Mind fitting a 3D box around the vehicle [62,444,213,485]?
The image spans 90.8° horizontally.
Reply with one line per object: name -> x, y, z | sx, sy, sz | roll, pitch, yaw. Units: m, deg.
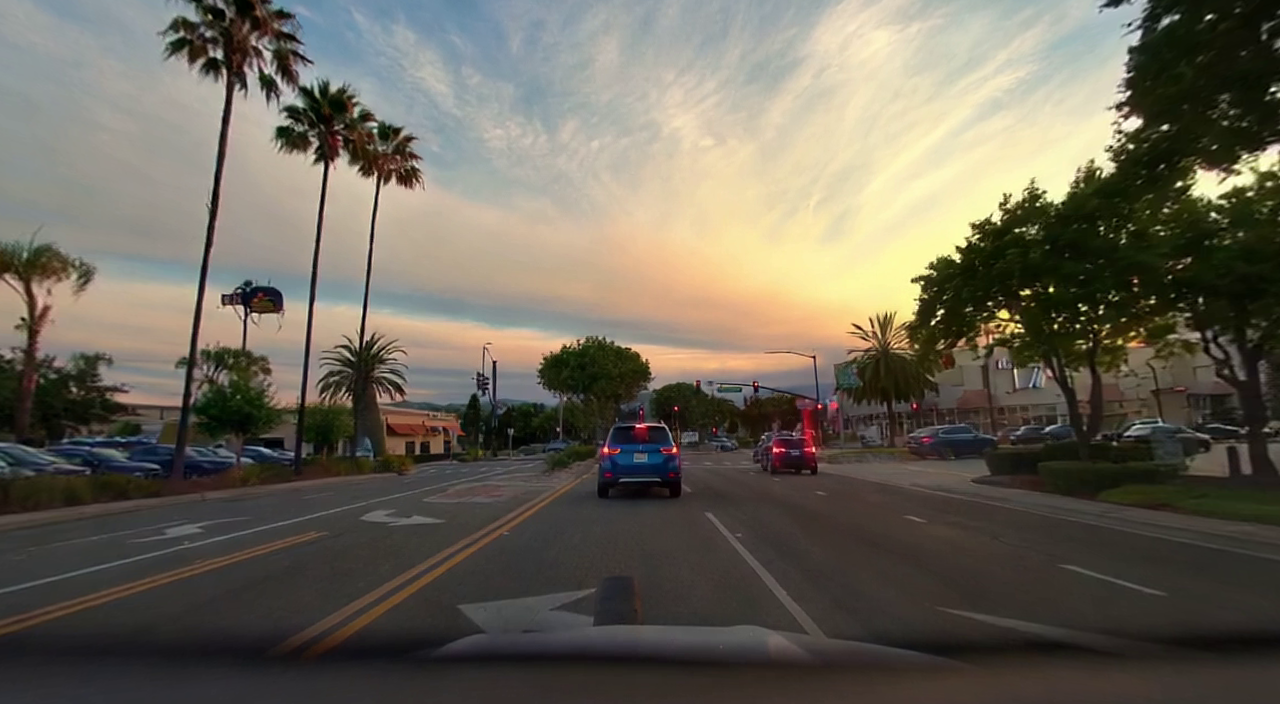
vehicle -> -19.648, 4.395, 24.847 | 4.370, 1.504, 1.864 | 0, -8, 2

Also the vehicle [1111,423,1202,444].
vehicle -> 37.562, 5.972, 46.082 | 4.677, 1.478, 1.821 | -4, -9, 24

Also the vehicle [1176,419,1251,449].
vehicle -> 29.687, 4.285, 32.862 | 1.869, 1.427, 4.687 | -5, -10, 30

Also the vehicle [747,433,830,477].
vehicle -> 5.791, 4.087, 25.273 | 2.086, 1.560, 4.542 | 0, -8, -2

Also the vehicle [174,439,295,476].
vehicle -> -19.313, 5.019, 30.222 | 4.510, 1.682, 1.902 | 0, -8, 2

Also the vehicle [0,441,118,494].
vehicle -> -19.442, 3.547, 19.628 | 4.415, 1.547, 2.257 | 0, -8, 0

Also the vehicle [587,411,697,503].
vehicle -> -0.144, 2.588, 15.935 | 2.263, 1.932, 4.709 | 1, -8, -6
